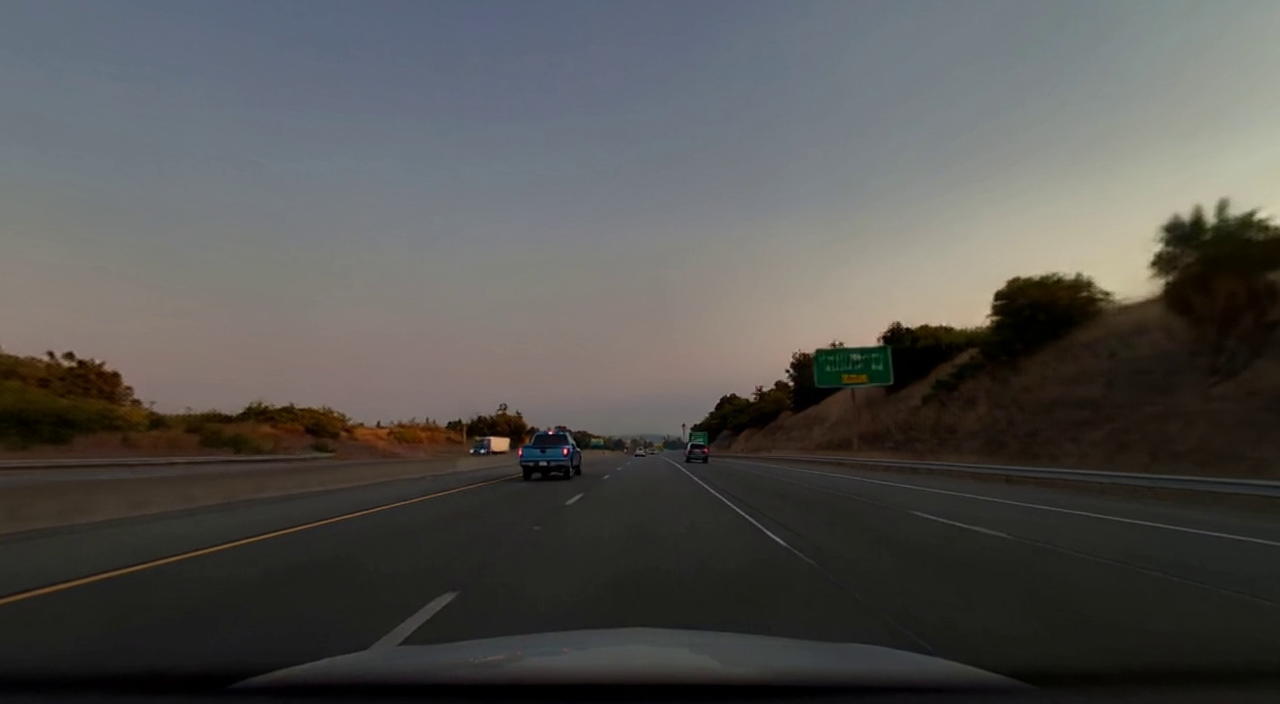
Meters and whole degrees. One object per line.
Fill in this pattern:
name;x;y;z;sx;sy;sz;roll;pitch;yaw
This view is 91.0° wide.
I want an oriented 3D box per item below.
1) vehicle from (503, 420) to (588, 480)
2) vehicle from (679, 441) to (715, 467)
vehicle;-3.785;4.159;26.789;2.496;2.203;6.317;0;-9;1
vehicle;3.827;6.901;42.825;2.095;1.668;4.135;0;-9;1
